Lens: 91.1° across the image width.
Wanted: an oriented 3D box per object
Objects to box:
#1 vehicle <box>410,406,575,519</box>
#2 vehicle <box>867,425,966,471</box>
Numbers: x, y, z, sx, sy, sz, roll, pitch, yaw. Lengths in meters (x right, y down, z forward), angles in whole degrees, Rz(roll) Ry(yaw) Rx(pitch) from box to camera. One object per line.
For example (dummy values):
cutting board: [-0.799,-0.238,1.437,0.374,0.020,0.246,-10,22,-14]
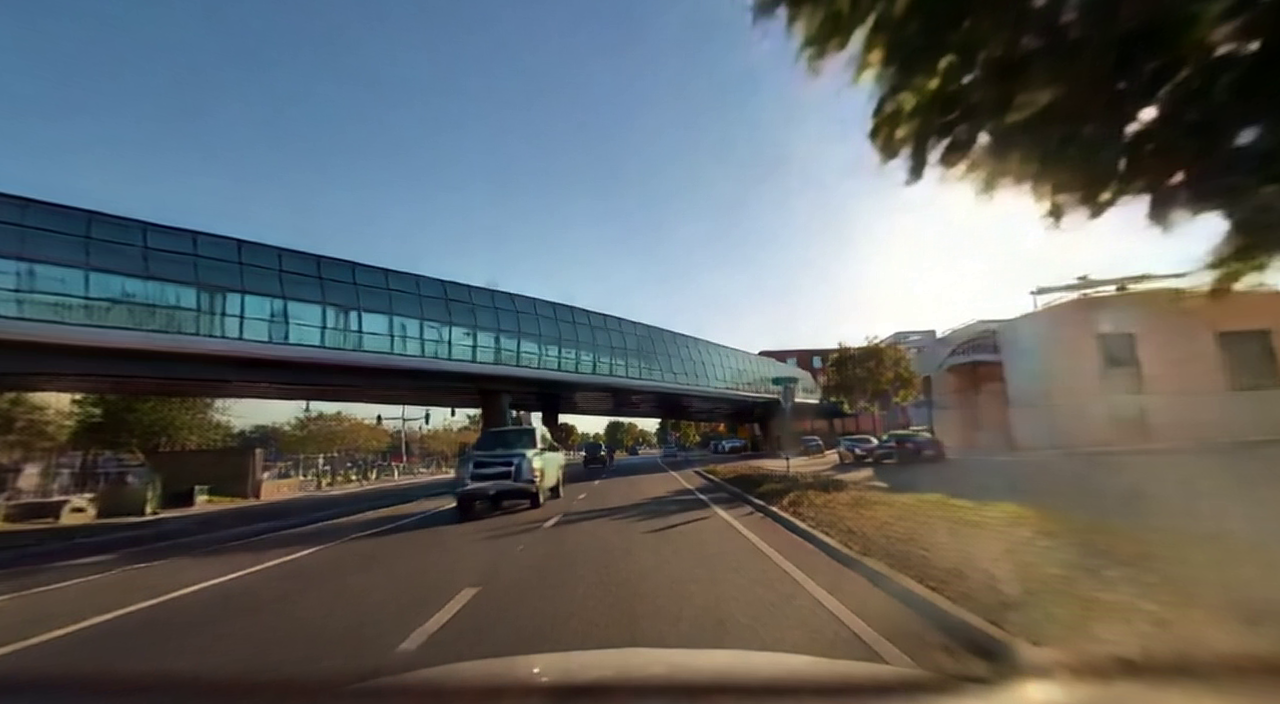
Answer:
vehicle: [-3.721,2.991,17.586,2.967,2.369,6.635,-3,-8,0]
vehicle: [11.606,4.069,26.766,2.051,1.534,4.466,-8,-8,-1]
